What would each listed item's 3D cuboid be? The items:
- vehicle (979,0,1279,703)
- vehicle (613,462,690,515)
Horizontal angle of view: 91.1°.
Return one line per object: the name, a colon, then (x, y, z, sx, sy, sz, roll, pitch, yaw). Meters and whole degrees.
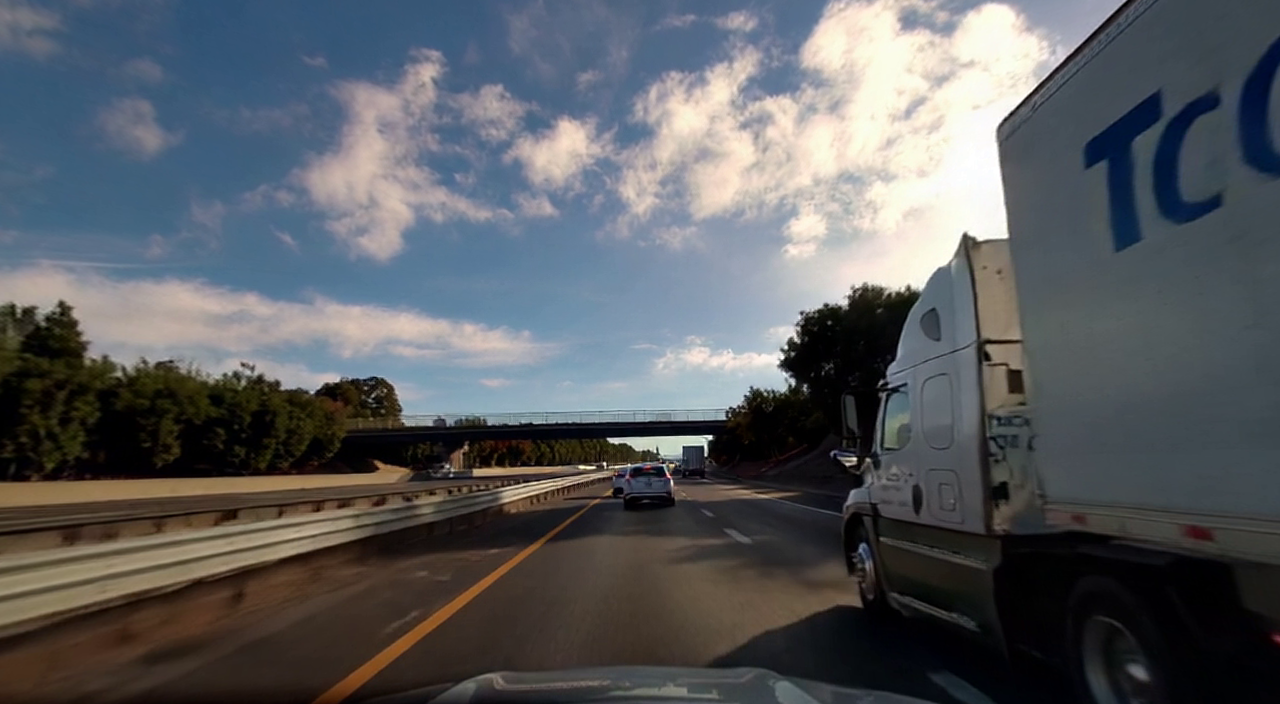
vehicle: (4.330, -0.086, 1.992, 3.008, 3.920, 5.910, 1, -10, 0)
vehicle: (0.332, 4.187, 19.608, 2.156, 1.444, 3.762, 1, -10, 0)
